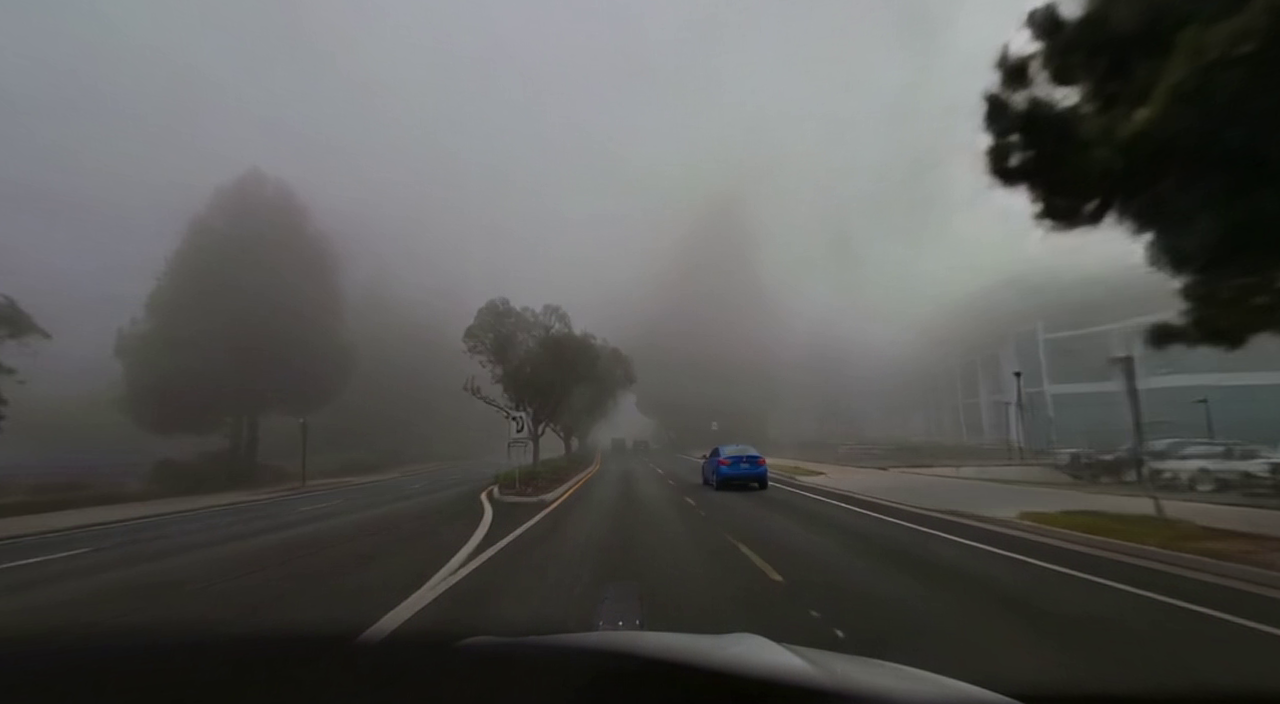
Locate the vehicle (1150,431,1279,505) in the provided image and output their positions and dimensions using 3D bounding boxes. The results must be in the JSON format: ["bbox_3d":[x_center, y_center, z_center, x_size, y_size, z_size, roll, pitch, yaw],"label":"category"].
[{"bbox_3d":[19.983,3.458,19.492,6.229,1.865,2.595,-4,-15,-6],"label":"vehicle"}]

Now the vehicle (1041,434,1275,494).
[{"bbox_3d":[20.436,4.447,25.245,6.861,1.821,2.768,-3,-9,-1],"label":"vehicle"}]

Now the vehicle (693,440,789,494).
[{"bbox_3d":[3.031,3.568,20.031,2.114,1.493,4.430,0,-9,-3],"label":"vehicle"}]
